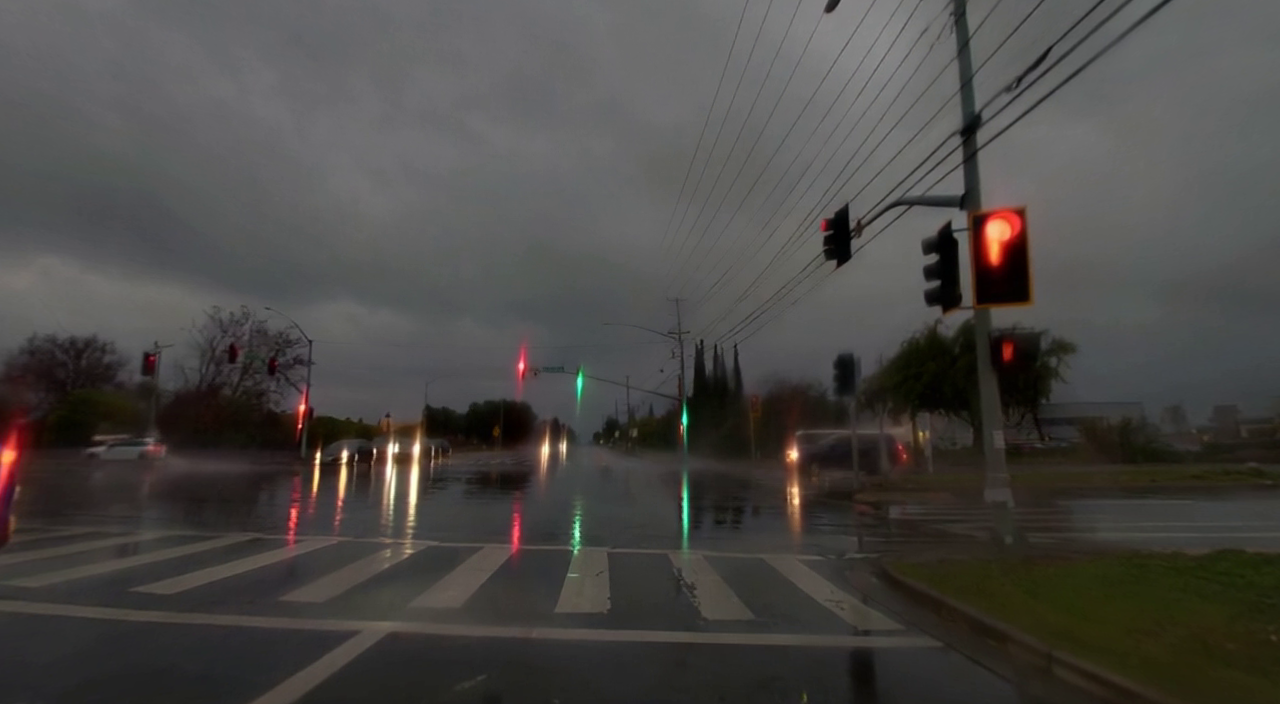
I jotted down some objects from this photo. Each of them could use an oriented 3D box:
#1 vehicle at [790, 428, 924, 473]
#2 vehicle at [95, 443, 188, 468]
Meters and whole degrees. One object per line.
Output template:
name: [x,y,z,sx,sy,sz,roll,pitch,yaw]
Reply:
vehicle: [8.703,4.017,25.731,4.884,1.714,2.021,-2,-9,12]
vehicle: [-31.803,6.596,40.207,4.529,1.566,1.842,-1,-9,6]
